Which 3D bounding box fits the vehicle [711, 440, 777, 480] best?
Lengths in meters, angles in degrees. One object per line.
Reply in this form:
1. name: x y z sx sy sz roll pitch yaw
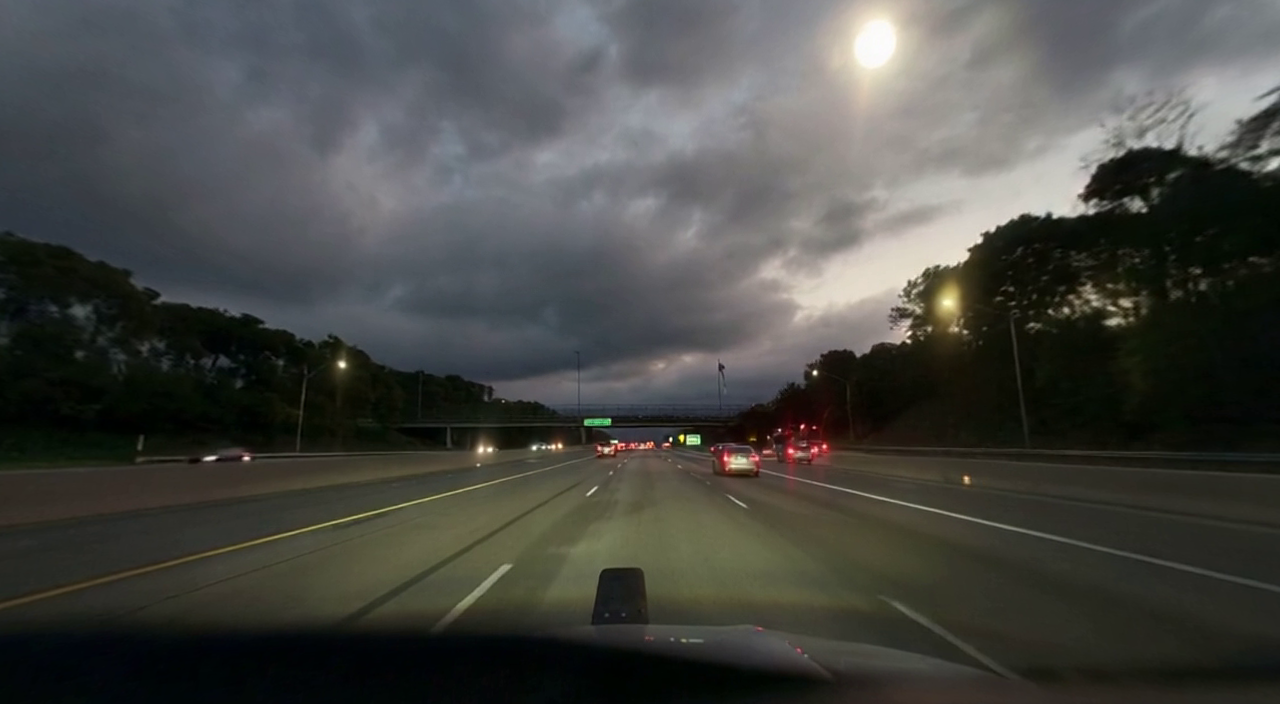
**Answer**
1. vehicle: 4.103 4.349 25.653 1.908 1.483 4.259 0 -8 -1
